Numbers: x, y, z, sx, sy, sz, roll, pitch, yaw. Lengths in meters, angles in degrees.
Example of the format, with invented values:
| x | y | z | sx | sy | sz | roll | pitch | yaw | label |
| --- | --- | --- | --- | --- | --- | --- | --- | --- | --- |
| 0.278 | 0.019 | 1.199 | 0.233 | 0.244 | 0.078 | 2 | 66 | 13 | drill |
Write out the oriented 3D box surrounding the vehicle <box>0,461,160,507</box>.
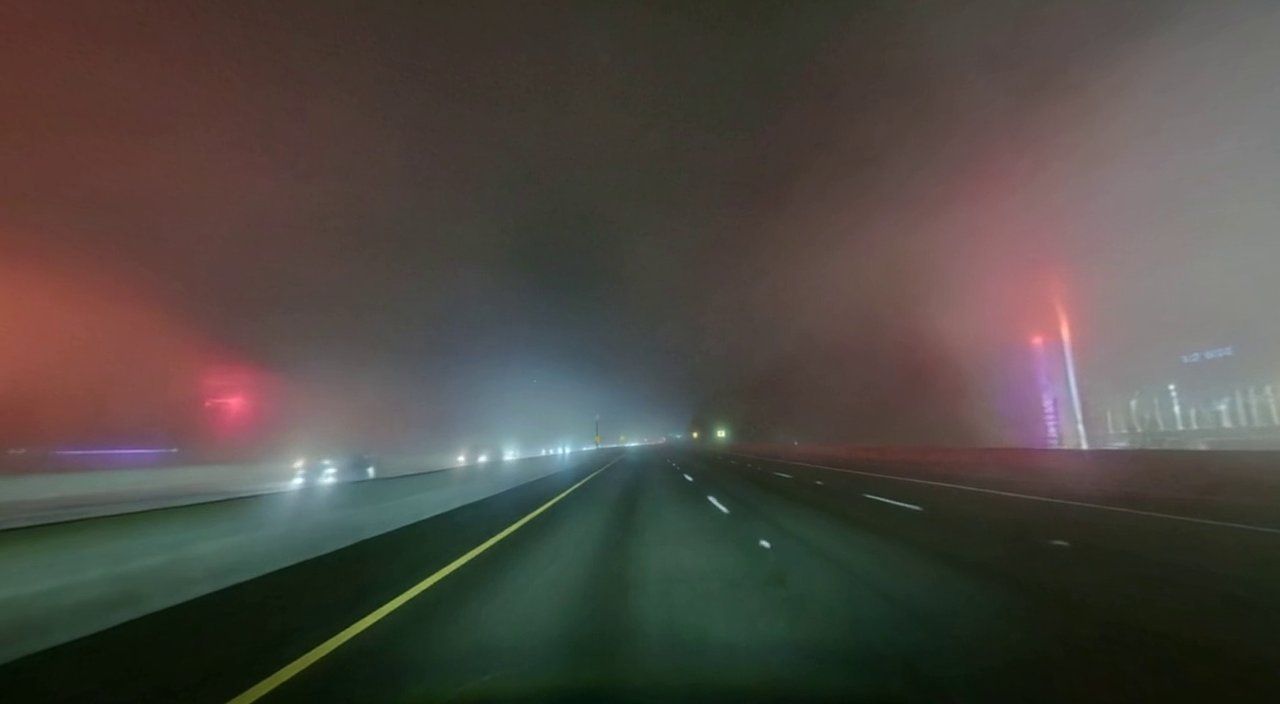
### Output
| x | y | z | sx | sy | sz | roll | pitch | yaw | label |
| --- | --- | --- | --- | --- | --- | --- | --- | --- | --- |
| -21.760 | 5.114 | 24.835 | 1.920 | 1.486 | 4.746 | 0 | -8 | 1 | vehicle |

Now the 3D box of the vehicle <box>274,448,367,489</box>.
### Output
| x | y | z | sx | sy | sz | roll | pitch | yaw | label |
| --- | --- | --- | --- | --- | --- | --- | --- | --- | --- |
| -14.345 | 5.216 | 28.638 | 1.900 | 1.675 | 4.302 | 0 | -8 | 1 | vehicle |

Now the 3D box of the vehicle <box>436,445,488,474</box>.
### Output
| x | y | z | sx | sy | sz | roll | pitch | yaw | label |
| --- | --- | --- | --- | --- | --- | --- | --- | --- | --- |
| -10.413 | 6.297 | 37.216 | 1.853 | 1.614 | 4.047 | 0 | -8 | 1 | vehicle |
